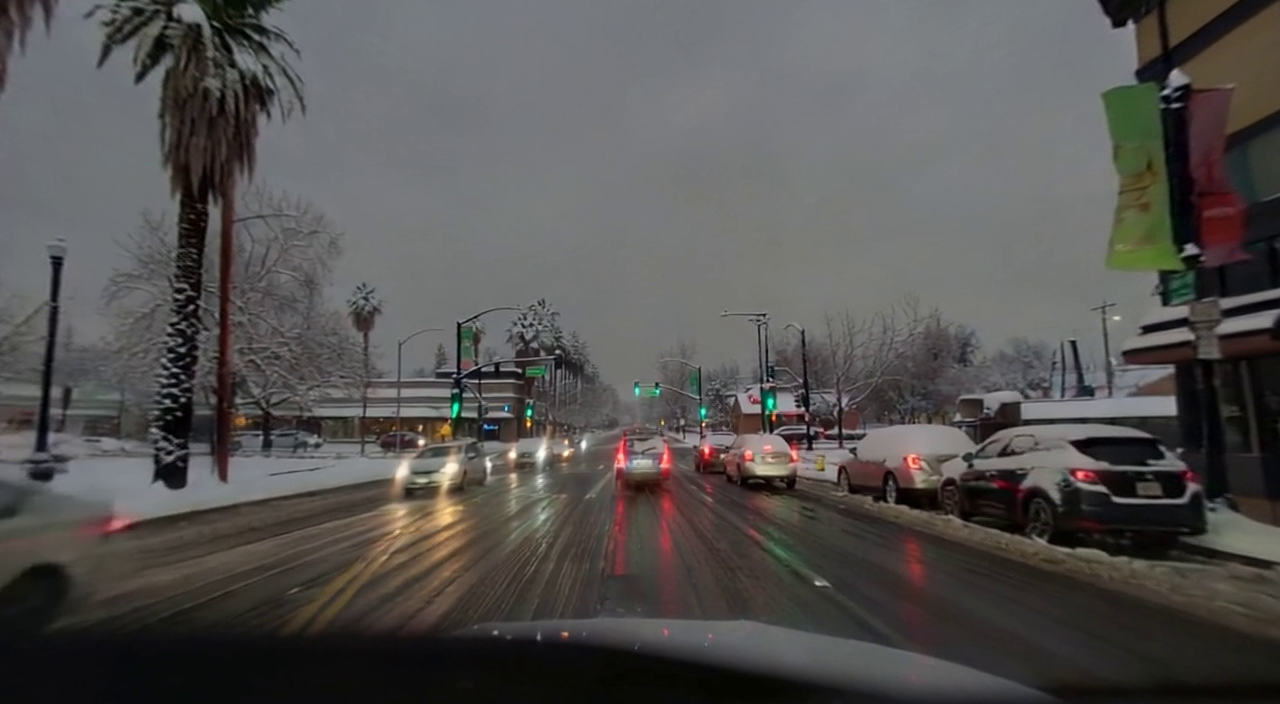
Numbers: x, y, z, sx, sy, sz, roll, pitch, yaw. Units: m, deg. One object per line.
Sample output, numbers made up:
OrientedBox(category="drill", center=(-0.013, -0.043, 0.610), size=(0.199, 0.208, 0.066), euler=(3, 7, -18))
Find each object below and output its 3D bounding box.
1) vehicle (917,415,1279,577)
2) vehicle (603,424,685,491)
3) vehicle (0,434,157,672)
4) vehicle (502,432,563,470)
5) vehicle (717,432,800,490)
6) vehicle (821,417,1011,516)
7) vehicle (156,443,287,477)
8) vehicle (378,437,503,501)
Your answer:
OrientedBox(category="vehicle", center=(6.137, 1.905, 9.231), size=(2.008, 1.729, 4.647), euler=(0, -8, -1))
OrientedBox(category="vehicle", center=(0.062, 3.247, 19.717), size=(2.264, 1.798, 4.531), euler=(0, -8, -1))
OrientedBox(category="vehicle", center=(-4.784, 1.046, 2.658), size=(1.946, 1.412, 4.657), euler=(0, -8, -2))
OrientedBox(category="vehicle", center=(-5.460, 5.108, 32.758), size=(2.341, 1.762, 4.865), euler=(0, -8, 0))
OrientedBox(category="vehicle", center=(3.838, 3.615, 21.271), size=(2.070, 1.711, 4.480), euler=(-1, -8, 2))
OrientedBox(category="vehicle", center=(6.104, 2.606, 14.896), size=(1.981, 1.893, 5.238), euler=(0, -8, -1))
OrientedBox(category="vehicle", center=(-19.648, 5.059, 29.873), size=(1.759, 1.457, 4.727), euler=(-7, -11, 36))
OrientedBox(category="vehicle", center=(-5.249, 3.118, 17.328), size=(2.092, 1.504, 4.374), euler=(0, -8, -1))
